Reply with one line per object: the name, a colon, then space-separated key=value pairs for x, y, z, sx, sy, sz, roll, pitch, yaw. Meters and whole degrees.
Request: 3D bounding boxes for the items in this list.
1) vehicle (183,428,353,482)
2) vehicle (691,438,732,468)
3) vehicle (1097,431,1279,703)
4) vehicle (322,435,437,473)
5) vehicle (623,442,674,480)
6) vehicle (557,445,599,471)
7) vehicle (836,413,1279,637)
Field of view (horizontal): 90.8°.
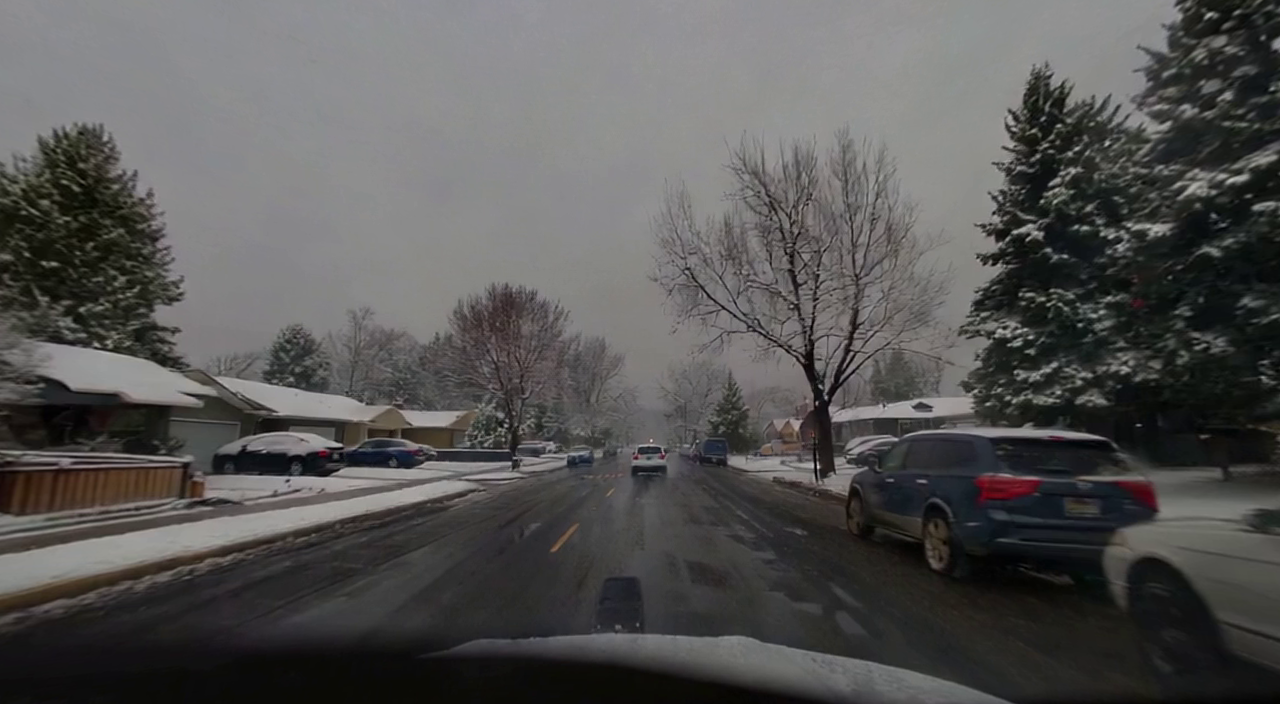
vehicle: x=-12.491 y=3.469 z=21.452 sx=4.510 sy=1.728 sz=1.997 roll=-1 pitch=-8 yaw=3
vehicle: x=4.877 y=6.980 z=43.916 sx=2.221 sy=1.960 sz=4.927 roll=0 pitch=-8 yaw=0
vehicle: x=3.827 y=0.927 z=1.655 sx=1.903 sy=1.476 sz=4.461 roll=0 pitch=-8 yaw=0
vehicle: x=-12.252 y=4.794 z=29.876 sx=4.551 sy=1.700 sz=1.920 roll=-1 pitch=-8 yaw=4
vehicle: x=0.410 y=4.538 z=26.502 sx=2.000 sy=1.449 sz=4.006 roll=0 pitch=-8 yaw=2
vehicle: x=-4.097 y=7.047 z=42.356 sx=1.984 sy=1.498 sz=4.508 roll=-3 pitch=-8 yaw=4
vehicle: x=4.002 y=1.646 z=7.148 sx=2.048 sy=1.671 sz=4.649 roll=0 pitch=-8 yaw=0
